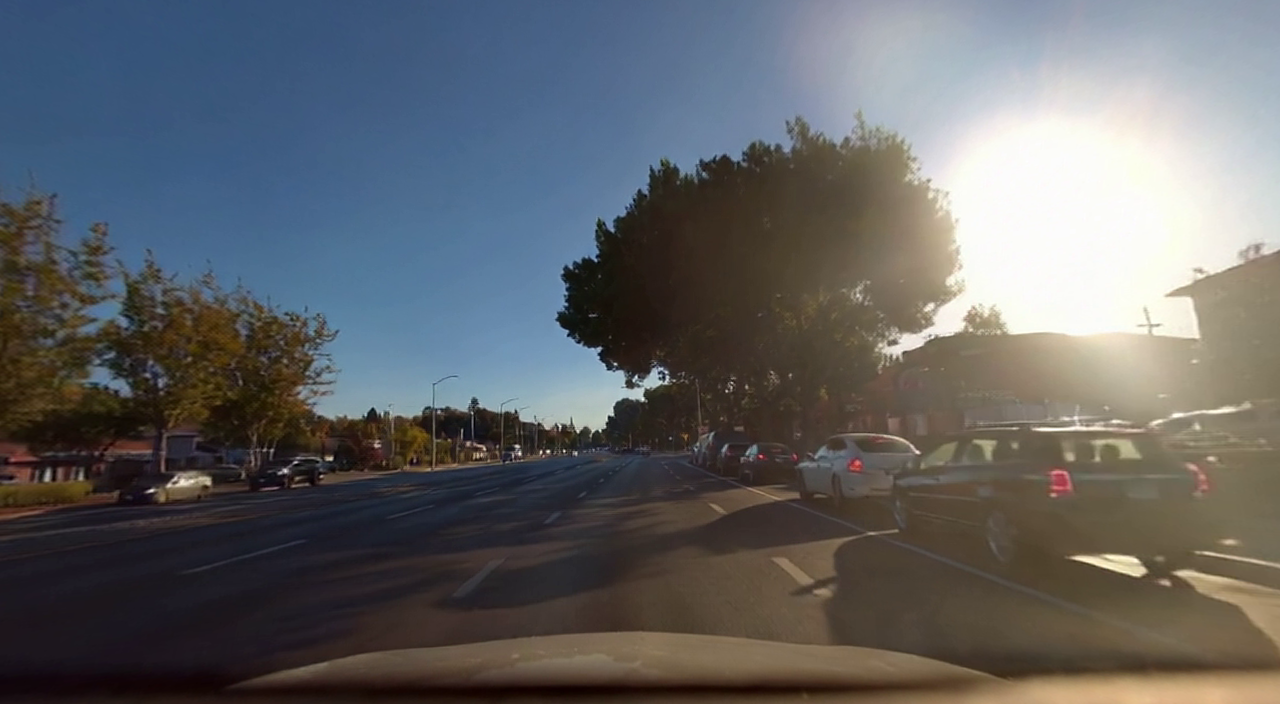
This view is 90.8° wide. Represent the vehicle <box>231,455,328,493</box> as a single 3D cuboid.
[{"bbox_3d":[-19.417,6.573,34.367,2.166,1.804,4.897,-1,-8,3],"label":"vehicle"}]

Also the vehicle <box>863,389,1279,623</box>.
[{"bbox_3d":[4.490,1.504,7.188,2.094,1.731,4.763,0,-8,-1],"label":"vehicle"}]

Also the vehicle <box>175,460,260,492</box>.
[{"bbox_3d":[-28.951,8.487,43.366,4.426,1.782,2.056,-4,-8,1],"label":"vehicle"}]
